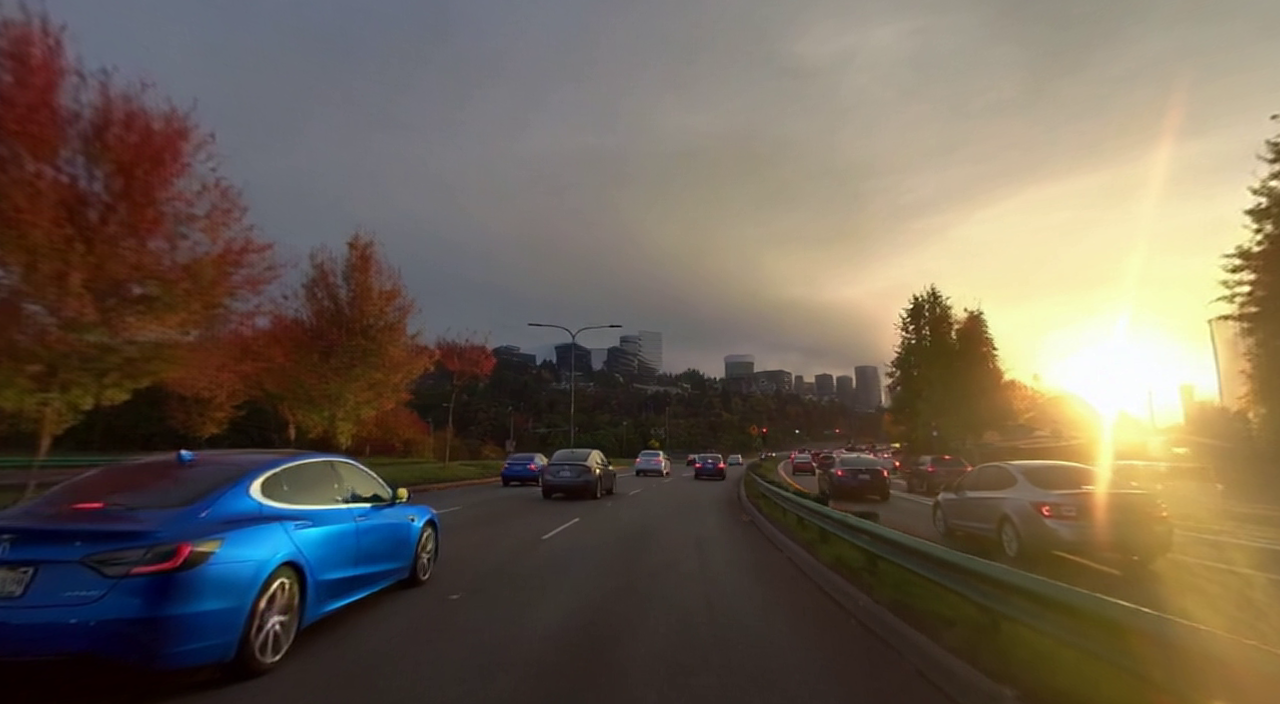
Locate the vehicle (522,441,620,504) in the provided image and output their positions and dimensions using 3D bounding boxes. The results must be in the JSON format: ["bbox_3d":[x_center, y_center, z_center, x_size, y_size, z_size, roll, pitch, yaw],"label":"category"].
[{"bbox_3d":[-1.954,3.595,19.336,1.979,1.663,4.513,-1,-9,7],"label":"vehicle"}]

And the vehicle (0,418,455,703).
[{"bbox_3d":[-3.159,1.367,4.948,1.921,1.503,4.317,0,-9,2],"label":"vehicle"}]

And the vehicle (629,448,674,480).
[{"bbox_3d":[0.716,6.336,35.955,1.930,1.635,4.260,-1,-9,9],"label":"vehicle"}]

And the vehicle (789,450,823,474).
[{"bbox_3d":[12.099,7.982,46.034,1.890,1.610,4.045,-1,-9,8],"label":"vehicle"}]

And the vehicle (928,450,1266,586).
[{"bbox_3d":[6.431,2.309,9.786,1.869,1.516,4.753,0,-9,3],"label":"vehicle"}]

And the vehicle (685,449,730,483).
[{"bbox_3d":[3.446,5.648,31.535,2.015,1.506,4.276,-1,-9,9],"label":"vehicle"}]

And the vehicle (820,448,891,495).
[{"bbox_3d":[8.335,4.617,24.754,1.768,1.634,4.064,0,-9,6],"label":"vehicle"}]
